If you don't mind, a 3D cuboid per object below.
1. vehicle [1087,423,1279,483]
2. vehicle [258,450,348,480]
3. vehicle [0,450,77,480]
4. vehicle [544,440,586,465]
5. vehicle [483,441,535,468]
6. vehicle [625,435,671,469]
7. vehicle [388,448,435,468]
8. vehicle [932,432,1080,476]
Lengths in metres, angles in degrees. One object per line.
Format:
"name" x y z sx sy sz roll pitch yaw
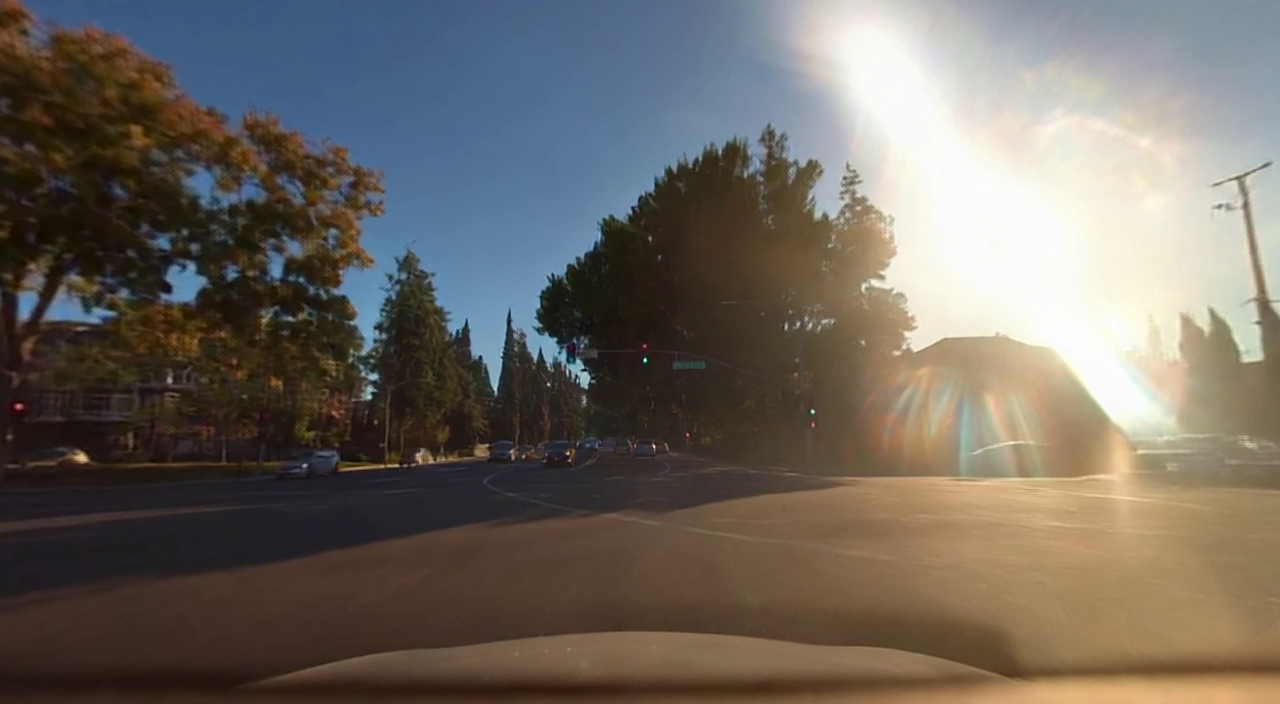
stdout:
"vehicle" 16.588 2.992 18.719 4.869 1.648 2.250 0 -8 1
"vehicle" -19.562 6.536 36.860 2.164 1.556 4.678 -1 -8 9
"vehicle" -38.522 7.089 39.755 1.872 1.695 4.560 1 -8 -2
"vehicle" -4.705 6.384 40.195 1.994 1.494 4.599 0 -8 1
"vehicle" -7.770 6.105 37.737 2.154 1.499 4.461 0 -8 0
"vehicle" 0.421 5.578 35.355 2.437 1.737 4.420 0 -8 0
"vehicle" -18.021 8.401 49.971 1.915 1.477 4.411 0 -8 3
"vehicle" 15.206 4.255 26.430 4.732 1.713 2.257 -1 -8 3
